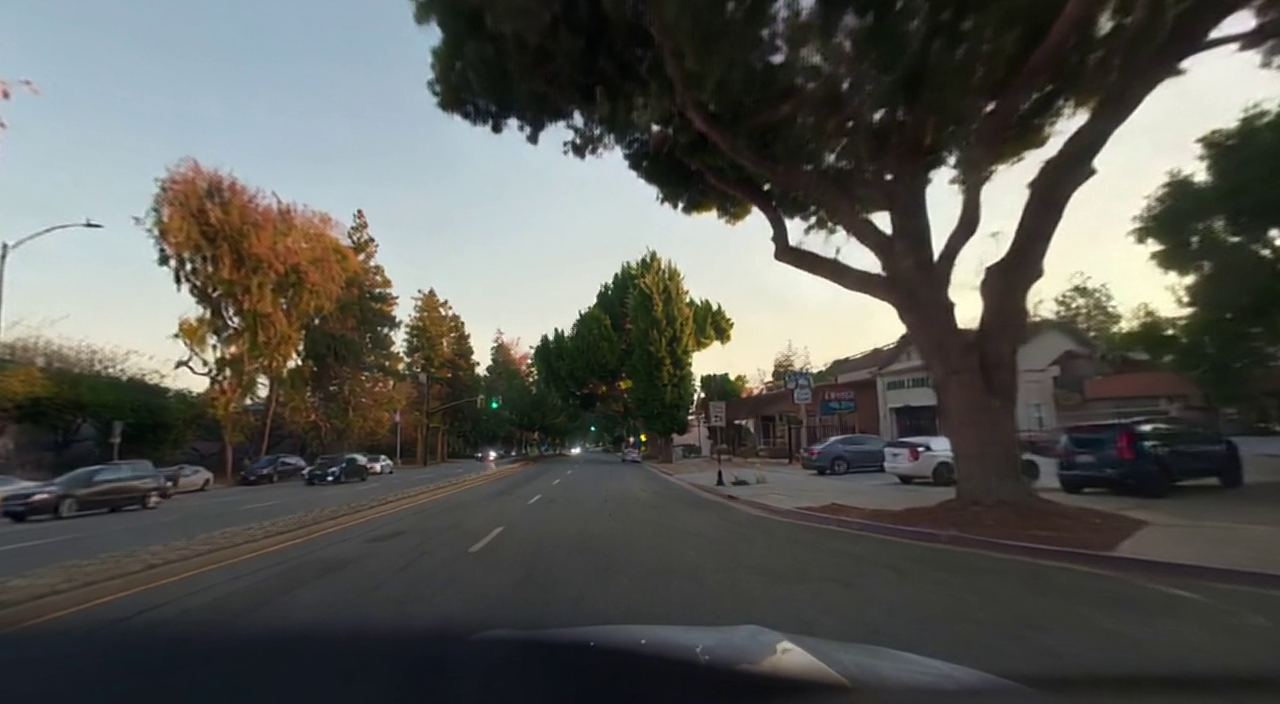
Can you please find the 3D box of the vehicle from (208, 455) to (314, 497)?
[{"bbox_3d":[-16.409,5.351,27.625,2.093,1.474,4.638,-4,-8,-4],"label":"vehicle"}]

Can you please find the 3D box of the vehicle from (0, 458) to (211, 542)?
[{"bbox_3d":[-12.046,3.130,14.009,1.951,1.436,4.624,0,-9,-3],"label":"vehicle"}]

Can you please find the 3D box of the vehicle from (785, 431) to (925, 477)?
[{"bbox_3d":[8.518,4.066,25.239,4.843,1.748,1.985,1,-9,-6],"label":"vehicle"}]

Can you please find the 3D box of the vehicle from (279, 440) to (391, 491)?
[{"bbox_3d":[-13.184,4.923,27.797,2.228,1.976,5.857,0,-9,-3],"label":"vehicle"}]

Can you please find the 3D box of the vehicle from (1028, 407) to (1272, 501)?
[{"bbox_3d":[11.108,2.191,13.766,4.669,1.770,1.896,3,-9,-21],"label":"vehicle"}]

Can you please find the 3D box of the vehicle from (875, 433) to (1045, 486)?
[{"bbox_3d":[9.615,3.229,19.088,4.257,1.474,1.751,1,-9,-8],"label":"vehicle"}]
